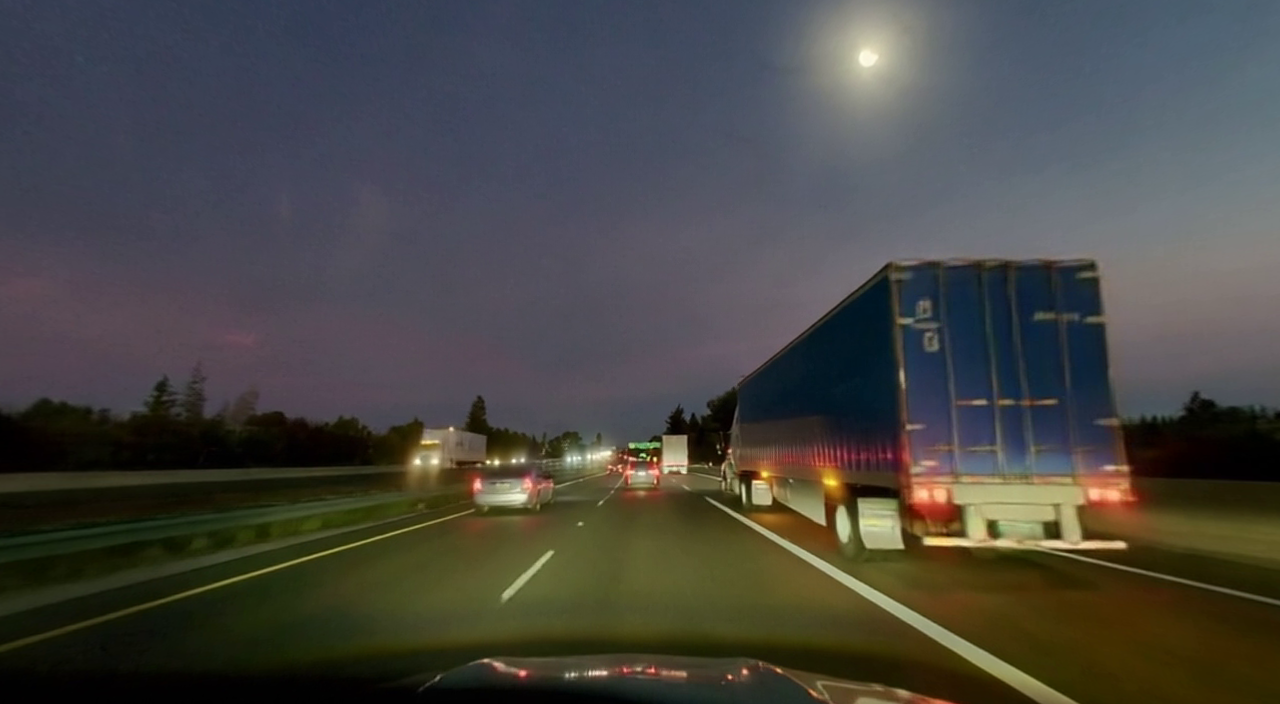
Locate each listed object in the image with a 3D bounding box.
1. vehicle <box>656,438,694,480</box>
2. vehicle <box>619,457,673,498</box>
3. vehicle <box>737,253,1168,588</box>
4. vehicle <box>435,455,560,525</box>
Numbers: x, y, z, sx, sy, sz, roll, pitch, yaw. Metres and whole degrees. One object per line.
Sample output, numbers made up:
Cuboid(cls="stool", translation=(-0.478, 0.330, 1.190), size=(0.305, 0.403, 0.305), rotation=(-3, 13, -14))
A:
Cuboid(cls="vehicle", translation=(2.814, 8.318, 48.975), size=(2.650, 2.978, 6.937), rotation=(-1, -10, 5))
Cuboid(cls="vehicle", translation=(0.231, 5.264, 26.756), size=(2.089, 1.516, 4.191), rotation=(0, -9, 0))
Cuboid(cls="vehicle", translation=(4.734, 1.836, 14.476), size=(2.877, 4.035, 13.897), rotation=(0, -9, 0))
Cuboid(cls="vehicle", translation=(-3.370, 3.353, 15.845), size=(2.105, 1.467, 4.099), rotation=(0, -9, 1))
